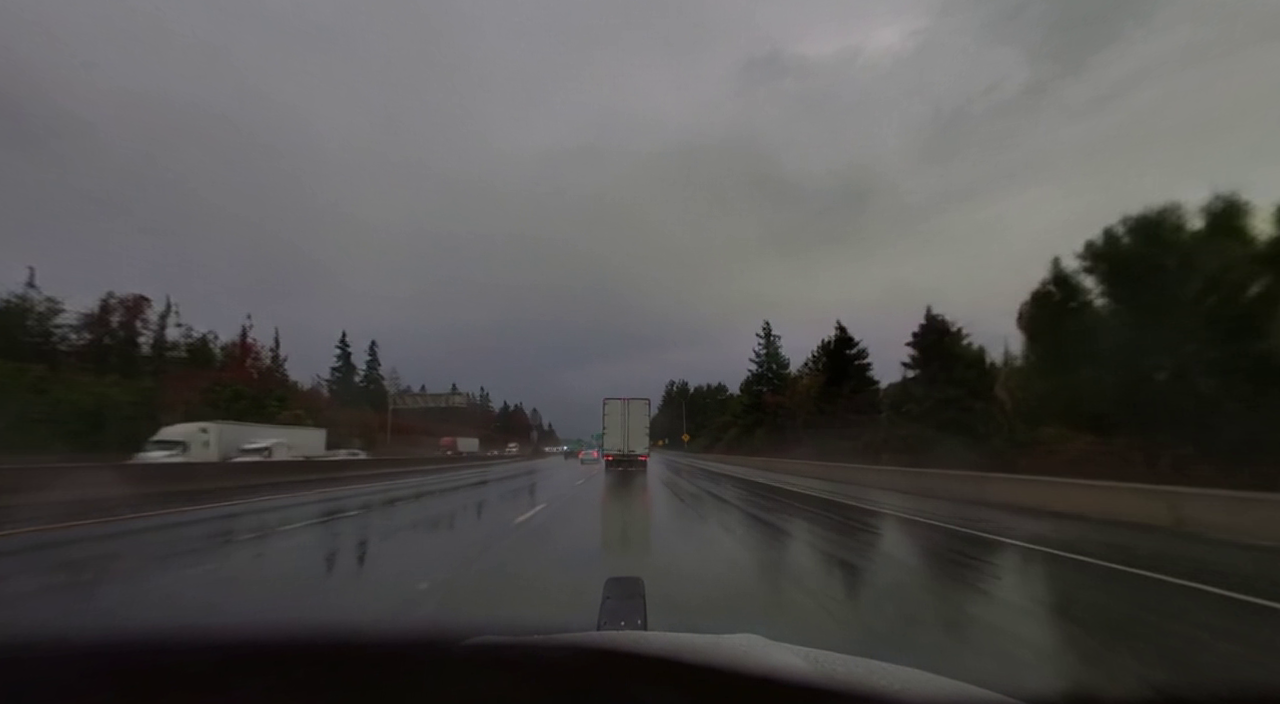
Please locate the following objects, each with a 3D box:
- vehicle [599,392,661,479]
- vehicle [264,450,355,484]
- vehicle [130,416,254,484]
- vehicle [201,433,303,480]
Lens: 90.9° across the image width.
[{"bbox_3d":[-0.675,4.857,35.633,2.875,4.056,12.312,0,-9,-2],"label":"vehicle"},{"bbox_3d":[-15.216,5.293,29.300,1.964,1.411,4.245,0,-9,-1],"label":"vehicle"},{"bbox_3d":[-27.041,5.983,38.489,2.987,3.744,6.096,0,-9,-1],"label":"vehicle"},{"bbox_3d":[-22.635,6.125,37.117,2.308,2.558,5.787,0,-9,-1],"label":"vehicle"}]
